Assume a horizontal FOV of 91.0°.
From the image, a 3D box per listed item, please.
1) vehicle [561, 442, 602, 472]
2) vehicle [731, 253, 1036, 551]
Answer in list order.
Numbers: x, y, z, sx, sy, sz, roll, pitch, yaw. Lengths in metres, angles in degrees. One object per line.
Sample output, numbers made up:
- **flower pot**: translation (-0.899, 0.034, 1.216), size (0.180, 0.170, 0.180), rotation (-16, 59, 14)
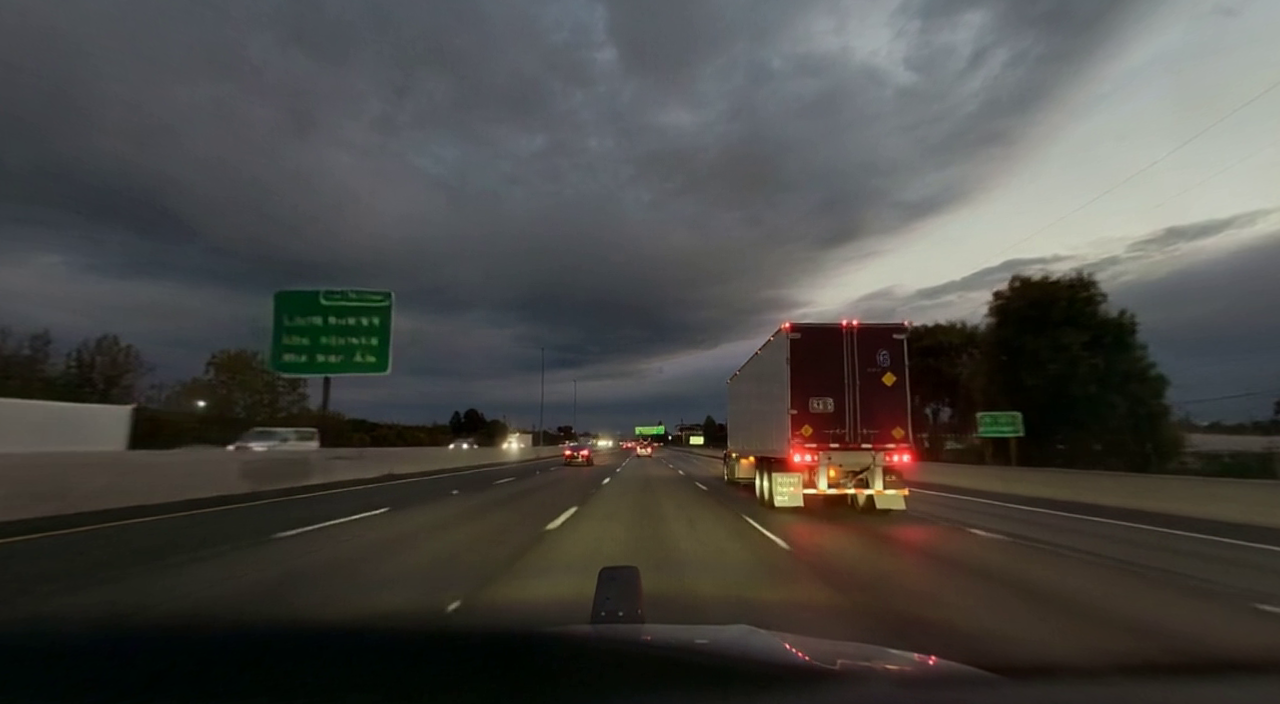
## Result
- **vehicle**: translation (-3.401, 6.234, 37.507), size (2.000, 1.658, 4.155), rotation (0, -9, 1)
- **vehicle**: translation (3.750, 1.147, 12.146), size (3.042, 4.037, 7.253), rotation (0, -9, 1)
